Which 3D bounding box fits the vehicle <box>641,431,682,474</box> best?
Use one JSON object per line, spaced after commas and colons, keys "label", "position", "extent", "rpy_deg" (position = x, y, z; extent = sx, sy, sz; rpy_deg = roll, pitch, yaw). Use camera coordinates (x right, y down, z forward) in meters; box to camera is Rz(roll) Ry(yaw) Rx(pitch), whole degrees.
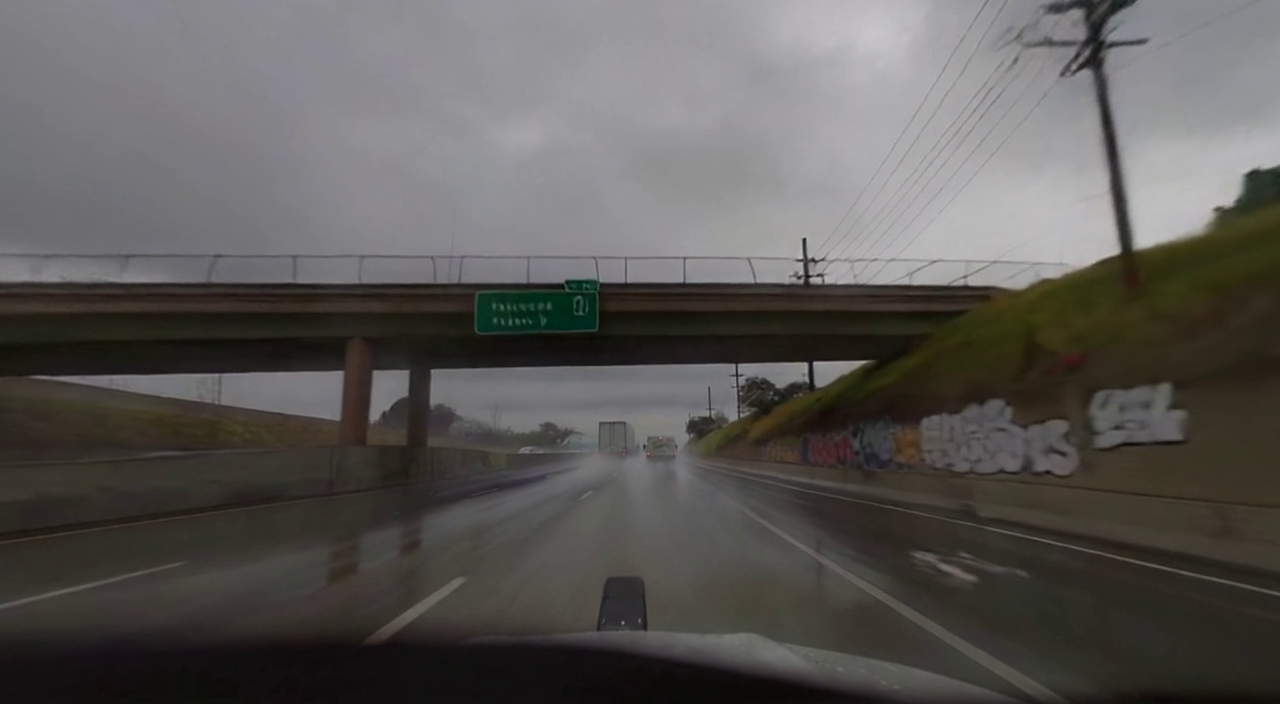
{"label": "vehicle", "position": [1.315, 6.661, 41.932], "extent": [2.462, 2.627, 5.799], "rpy_deg": [0, -9, -1]}
